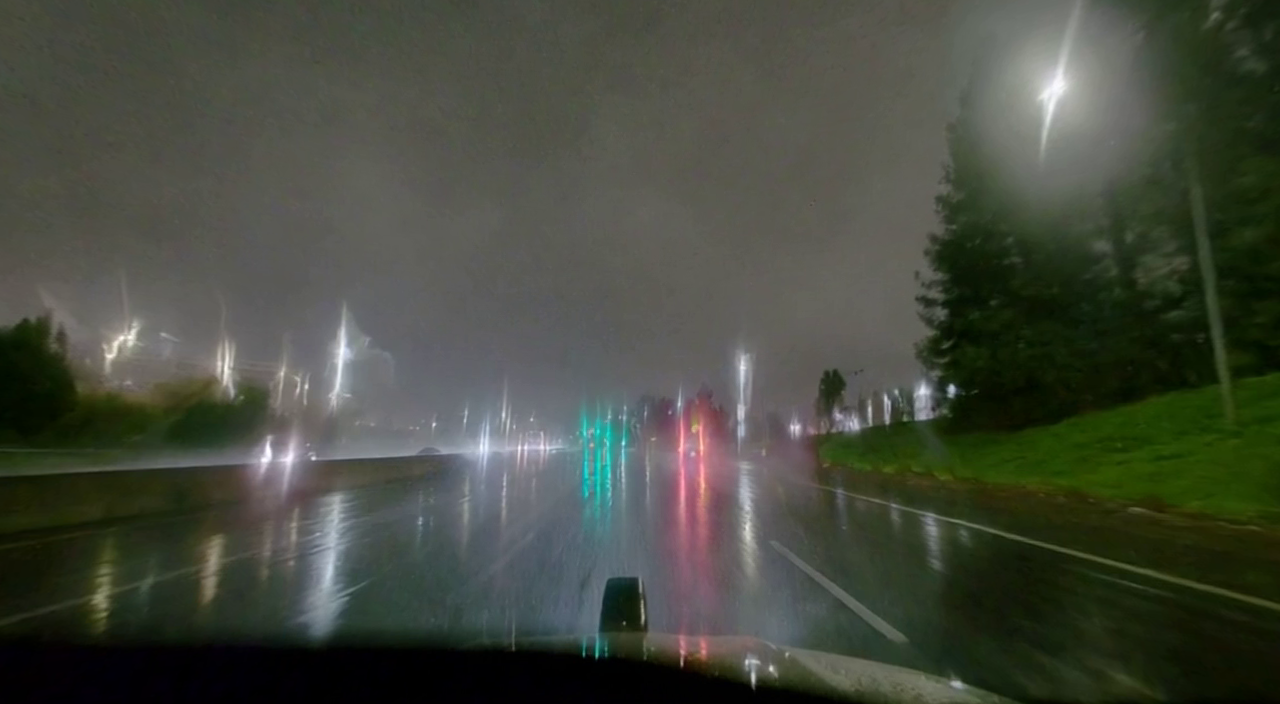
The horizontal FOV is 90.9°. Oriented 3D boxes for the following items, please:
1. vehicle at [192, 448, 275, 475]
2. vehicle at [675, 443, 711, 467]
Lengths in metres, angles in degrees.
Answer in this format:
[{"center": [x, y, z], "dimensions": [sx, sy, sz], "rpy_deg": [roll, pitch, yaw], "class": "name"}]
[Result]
[{"center": [-24.137, 6.502, 37.703], "dimensions": [1.804, 1.469, 4.728], "rpy_deg": [0, -9, 0], "class": "vehicle"}, {"center": [3.449, 6.762, 41.672], "dimensions": [1.926, 1.477, 4.025], "rpy_deg": [0, -8, -2], "class": "vehicle"}]
